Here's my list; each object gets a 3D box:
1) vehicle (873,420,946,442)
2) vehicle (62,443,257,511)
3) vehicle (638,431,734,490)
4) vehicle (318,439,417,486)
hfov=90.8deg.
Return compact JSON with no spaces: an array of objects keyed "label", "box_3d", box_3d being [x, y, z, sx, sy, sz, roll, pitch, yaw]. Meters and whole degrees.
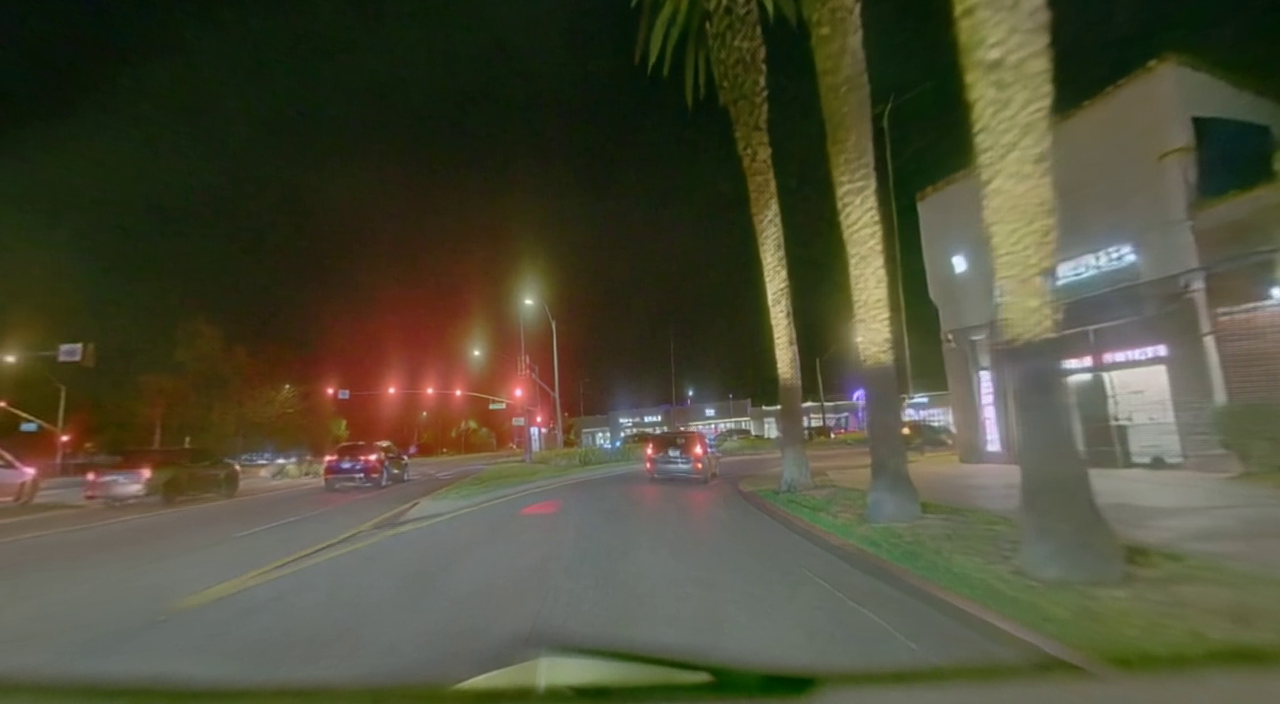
[{"label":"vehicle","box_3d":[19.918,5.838,46.702,4.458,1.589,2.044,1,-8,-8]},{"label":"vehicle","box_3d":[-12.031,3.114,16.294,1.905,1.482,4.463,1,-9,-7]},{"label":"vehicle","box_3d":[1.497,3.119,18.512,2.070,1.493,4.570,-2,-9,13]},{"label":"vehicle","box_3d":[-9.603,3.895,22.687,1.912,1.487,4.471,1,-9,-6]}]
